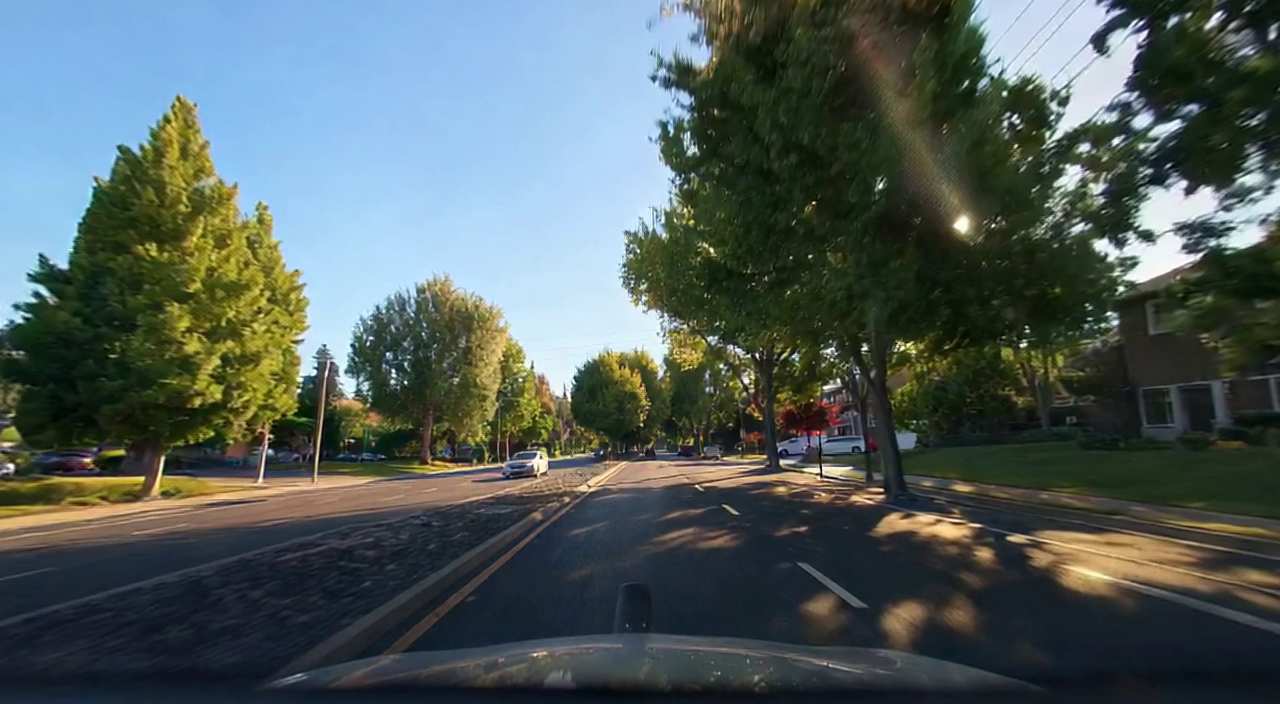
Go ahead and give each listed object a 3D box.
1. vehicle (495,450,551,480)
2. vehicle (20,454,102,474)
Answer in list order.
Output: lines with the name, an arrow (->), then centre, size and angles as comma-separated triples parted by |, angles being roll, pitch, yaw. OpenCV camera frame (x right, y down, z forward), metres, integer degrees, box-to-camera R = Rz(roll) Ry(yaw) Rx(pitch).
vehicle -> -6.382, 6.226, 34.971 | 2.188, 1.478, 4.567 | -1, -8, 1
vehicle -> -43.070, 8.335, 46.928 | 4.236, 1.441, 1.735 | 0, -8, -2
